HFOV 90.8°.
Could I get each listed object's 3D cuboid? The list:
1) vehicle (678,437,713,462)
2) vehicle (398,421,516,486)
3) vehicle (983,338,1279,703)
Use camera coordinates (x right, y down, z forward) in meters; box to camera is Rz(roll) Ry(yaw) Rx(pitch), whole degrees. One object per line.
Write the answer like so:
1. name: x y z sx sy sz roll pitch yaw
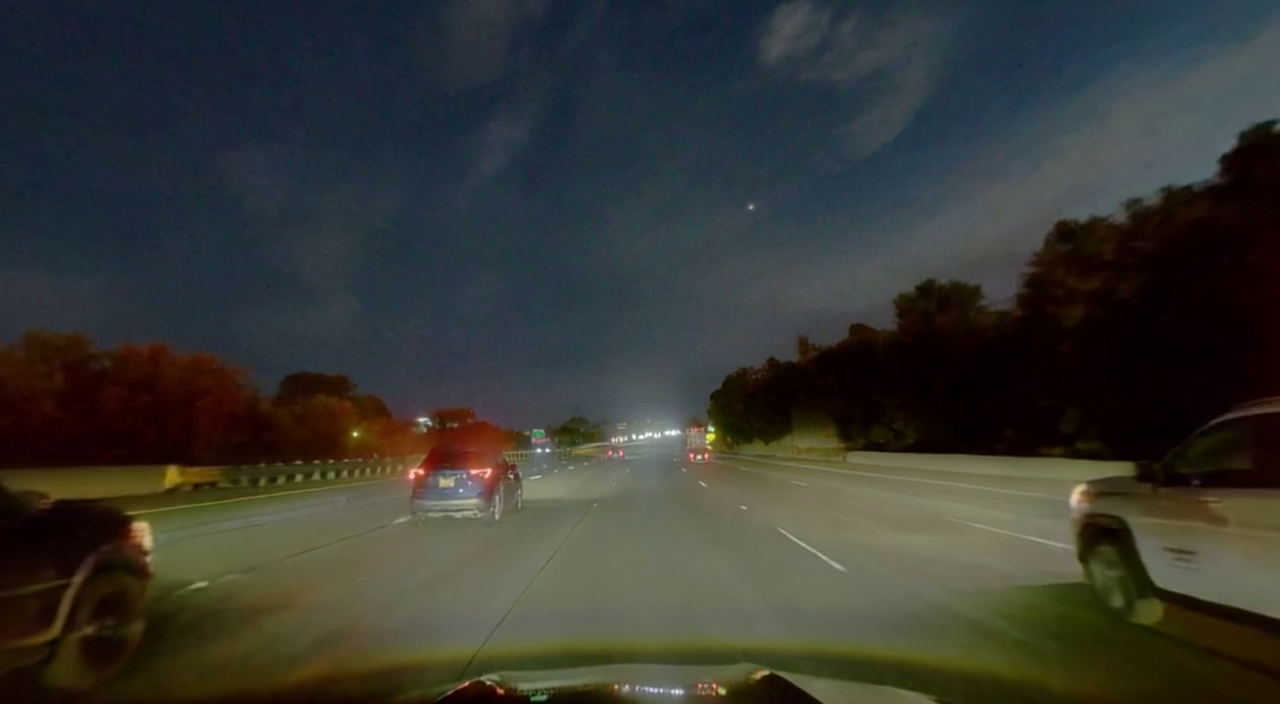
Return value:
1. vehicle: 4.137 7.400 47.925 2.211 1.814 4.404 0 -8 0
2. vehicle: -6.433 3.688 23.179 2.383 2.048 5.875 -1 -8 2
3. vehicle: 3.515 0.795 2.257 2.075 1.743 4.410 0 -8 0
